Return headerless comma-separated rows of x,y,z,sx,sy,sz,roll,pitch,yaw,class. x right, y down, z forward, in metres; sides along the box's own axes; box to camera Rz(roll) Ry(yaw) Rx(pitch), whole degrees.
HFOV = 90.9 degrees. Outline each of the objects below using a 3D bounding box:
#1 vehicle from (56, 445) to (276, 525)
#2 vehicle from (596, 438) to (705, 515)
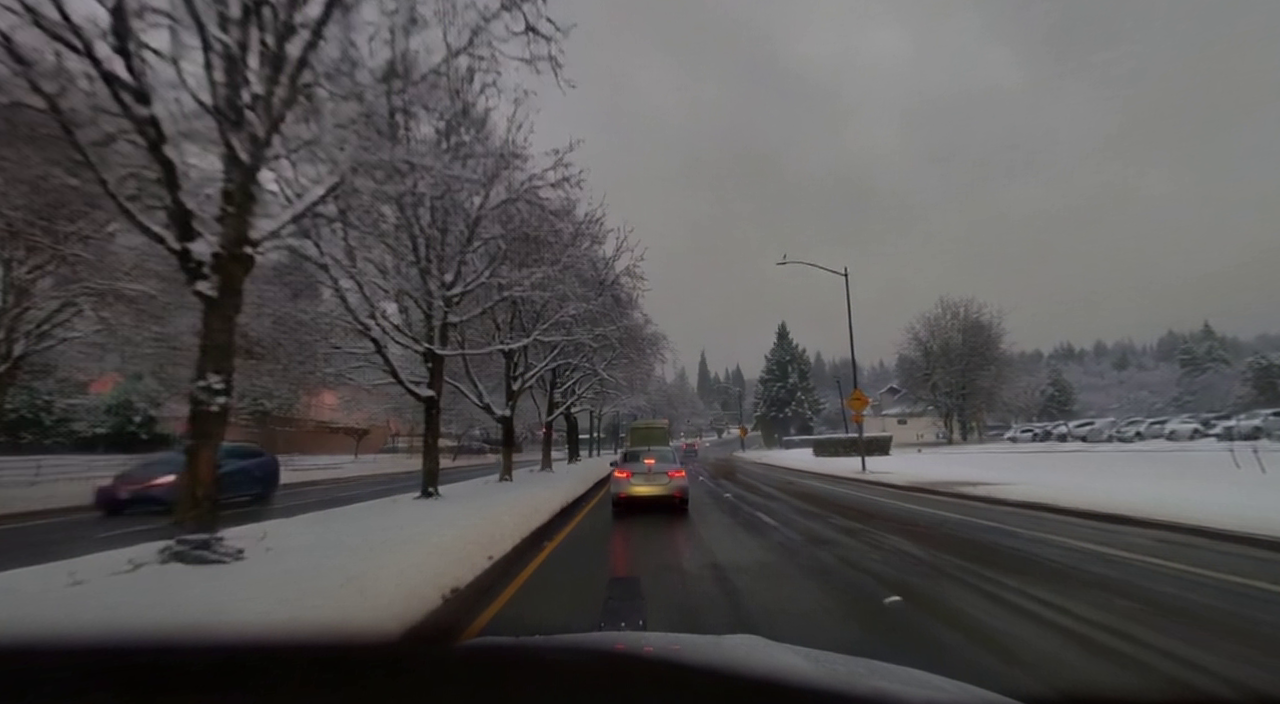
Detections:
-11.867,3.316,16.338,2.066,1.753,4.559,0,-9,1,vehicle
0.162,2.701,14.137,2.093,1.442,3.977,0,-9,-1,vehicle
